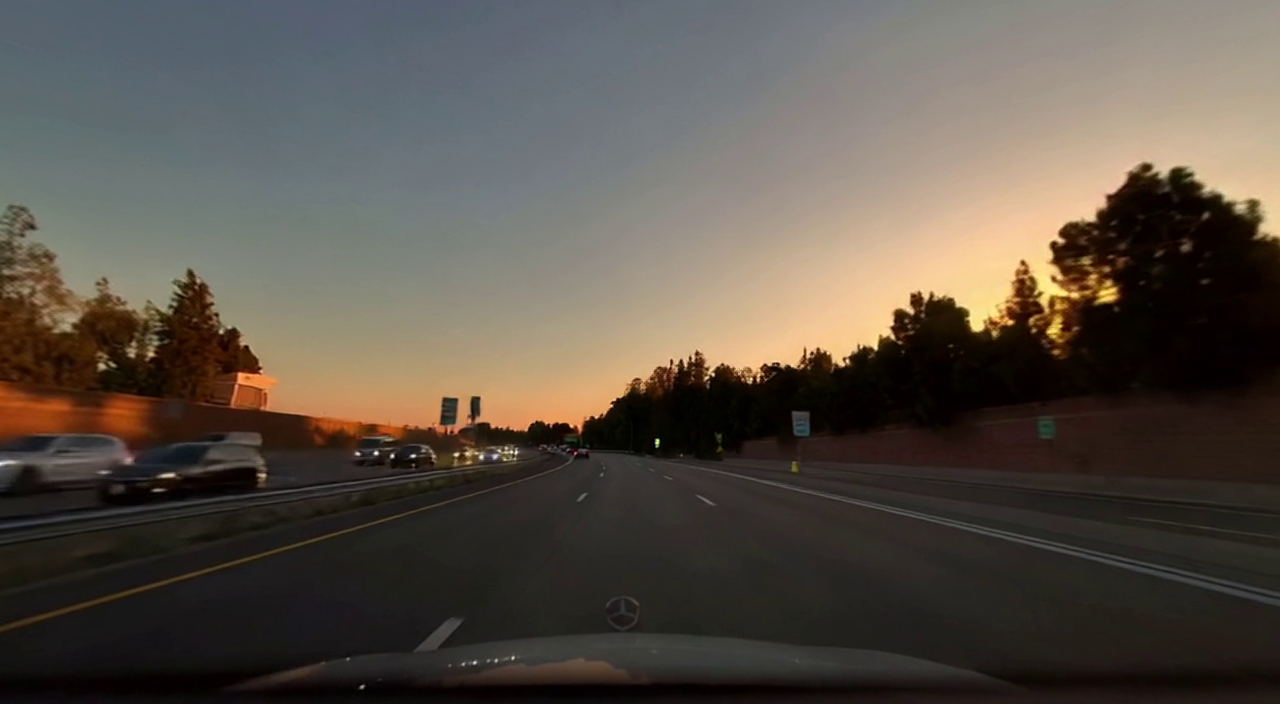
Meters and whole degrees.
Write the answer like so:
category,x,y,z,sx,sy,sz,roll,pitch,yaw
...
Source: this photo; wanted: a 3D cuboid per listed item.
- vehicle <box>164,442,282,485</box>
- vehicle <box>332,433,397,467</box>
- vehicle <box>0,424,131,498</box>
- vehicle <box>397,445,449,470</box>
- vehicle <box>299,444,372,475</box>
category,x,y,z,sx,sy,sz,roll,pitch,yaw
vehicle,-15.315,4.091,23.302,1.750,1.437,3.997,0,-9,-3
vehicle,-20.583,7.375,47.179,2.300,2.303,6.068,0,-9,-2
vehicle,-14.622,2.495,14.462,1.906,1.558,4.561,0,-9,-1
vehicle,-13.770,6.700,40.019,1.822,1.492,4.026,0,-9,1
vehicle,-15.678,5.538,32.514,1.791,1.478,4.072,0,-9,-1
